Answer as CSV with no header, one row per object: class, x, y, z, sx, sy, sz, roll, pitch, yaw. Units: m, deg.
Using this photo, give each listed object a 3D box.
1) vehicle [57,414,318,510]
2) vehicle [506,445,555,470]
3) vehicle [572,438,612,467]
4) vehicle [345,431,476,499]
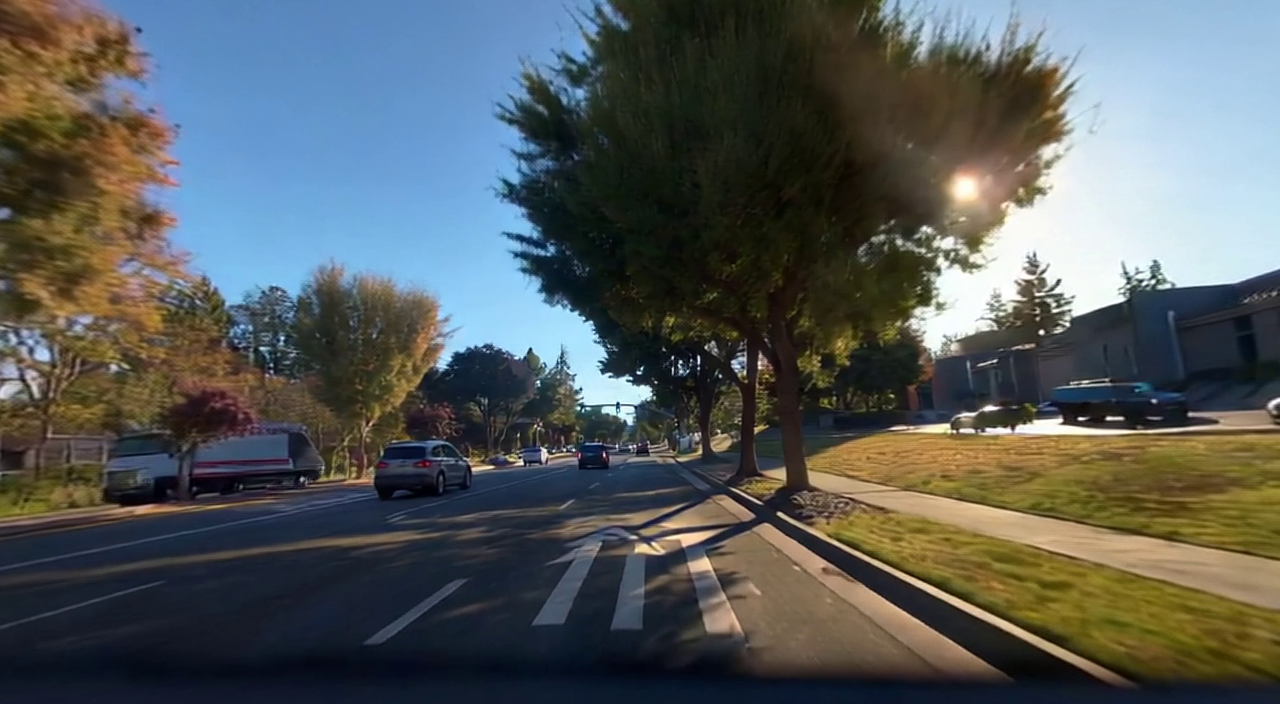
vehicle,-21.717,5.425,32.428,3.033,3.777,14.652,0,-8,-2
vehicle,-6.622,6.388,38.492,2.072,1.427,4.328,0,-9,2
vehicle,-2.866,6.161,38.608,2.100,1.661,3.837,0,-9,1
vehicle,-6.877,3.444,19.606,2.137,1.835,4.844,0,-9,1
